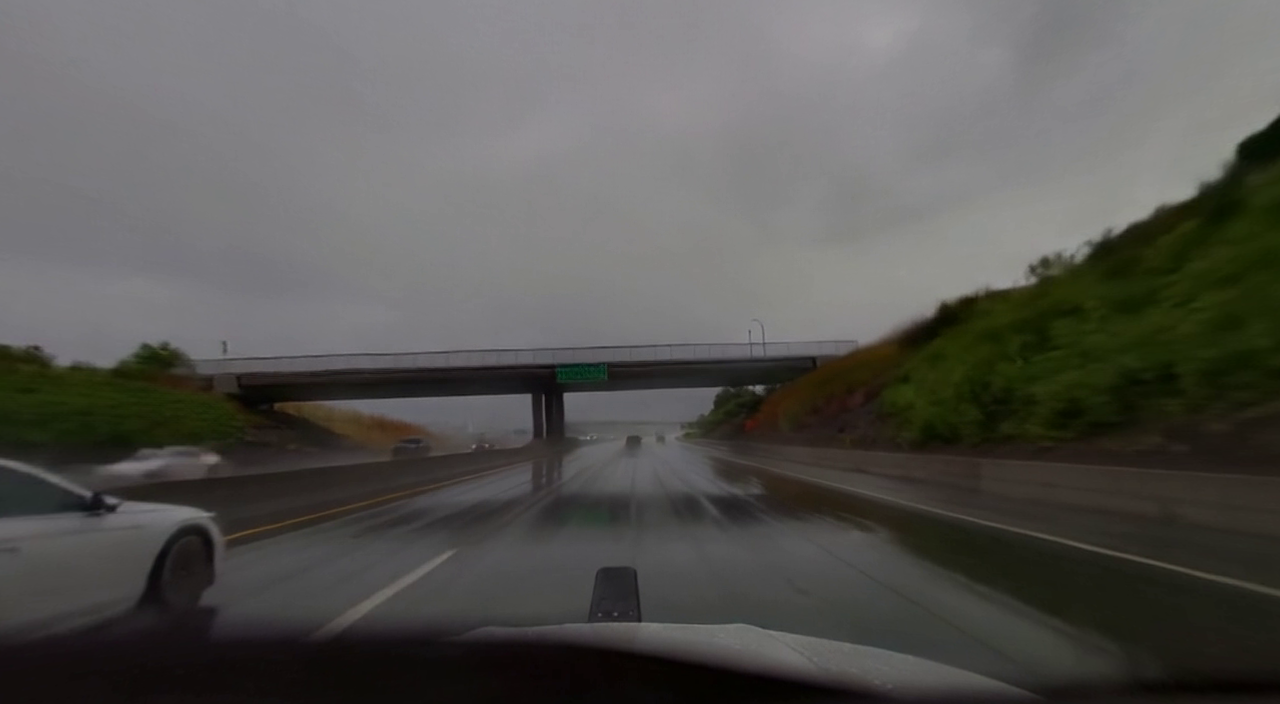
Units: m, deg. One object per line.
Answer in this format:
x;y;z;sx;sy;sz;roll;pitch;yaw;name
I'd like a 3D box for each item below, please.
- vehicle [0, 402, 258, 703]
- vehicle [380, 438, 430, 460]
-3.965;0.960;2.822;1.981;1.475;4.084;0;-8;-1;vehicle
-17.041;7.007;45.907;1.922;1.482;4.386;0;-8;0;vehicle
